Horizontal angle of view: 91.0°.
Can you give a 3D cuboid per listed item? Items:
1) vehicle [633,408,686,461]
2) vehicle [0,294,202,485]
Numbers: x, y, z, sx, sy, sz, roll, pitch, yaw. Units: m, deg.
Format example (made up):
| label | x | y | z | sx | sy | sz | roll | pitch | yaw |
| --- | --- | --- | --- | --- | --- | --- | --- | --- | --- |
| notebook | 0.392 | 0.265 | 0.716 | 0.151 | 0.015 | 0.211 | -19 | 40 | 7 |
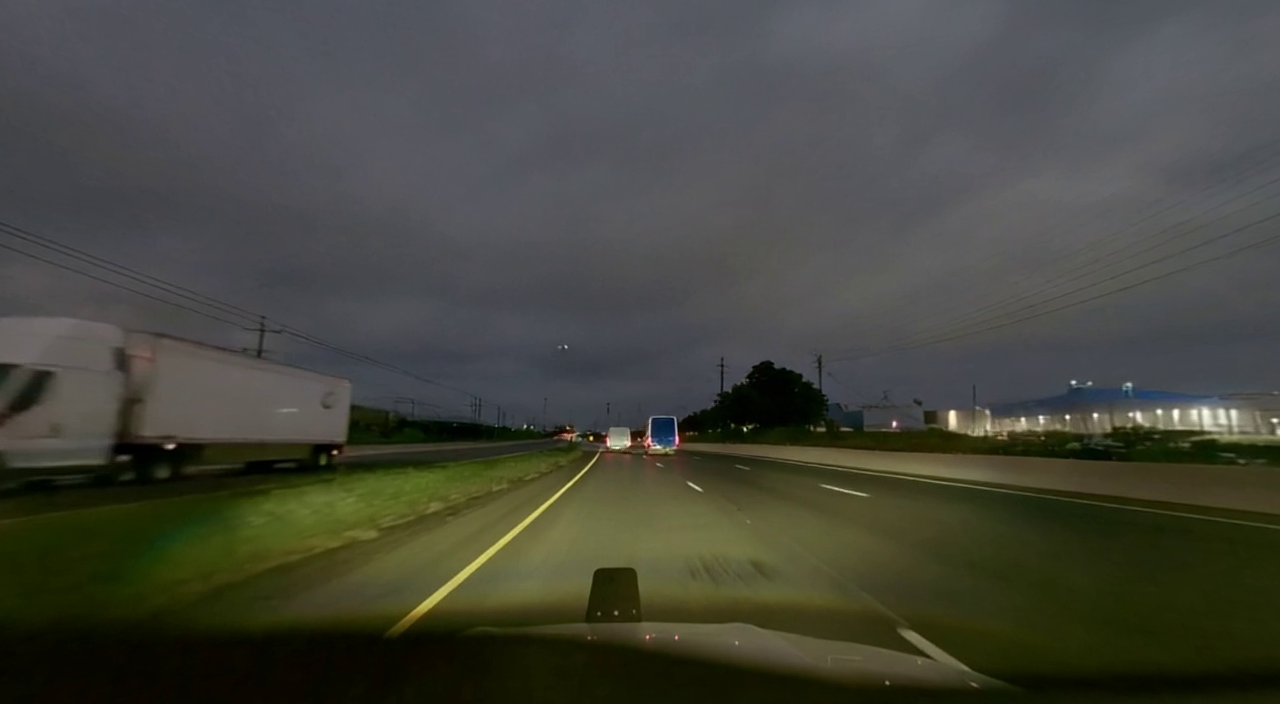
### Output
| label | x | y | z | sx | sy | sz | roll | pitch | yaw |
| --- | --- | --- | --- | --- | --- | --- | --- | --- | --- |
| vehicle | 1.151 | 5.478 | 41.683 | 2.713 | 3.140 | 6.640 | 0 | -8 | -5 |
| vehicle | -14.954 | 1.186 | 16.151 | 2.980 | 4.019 | 6.068 | 0 | -8 | -1 |
